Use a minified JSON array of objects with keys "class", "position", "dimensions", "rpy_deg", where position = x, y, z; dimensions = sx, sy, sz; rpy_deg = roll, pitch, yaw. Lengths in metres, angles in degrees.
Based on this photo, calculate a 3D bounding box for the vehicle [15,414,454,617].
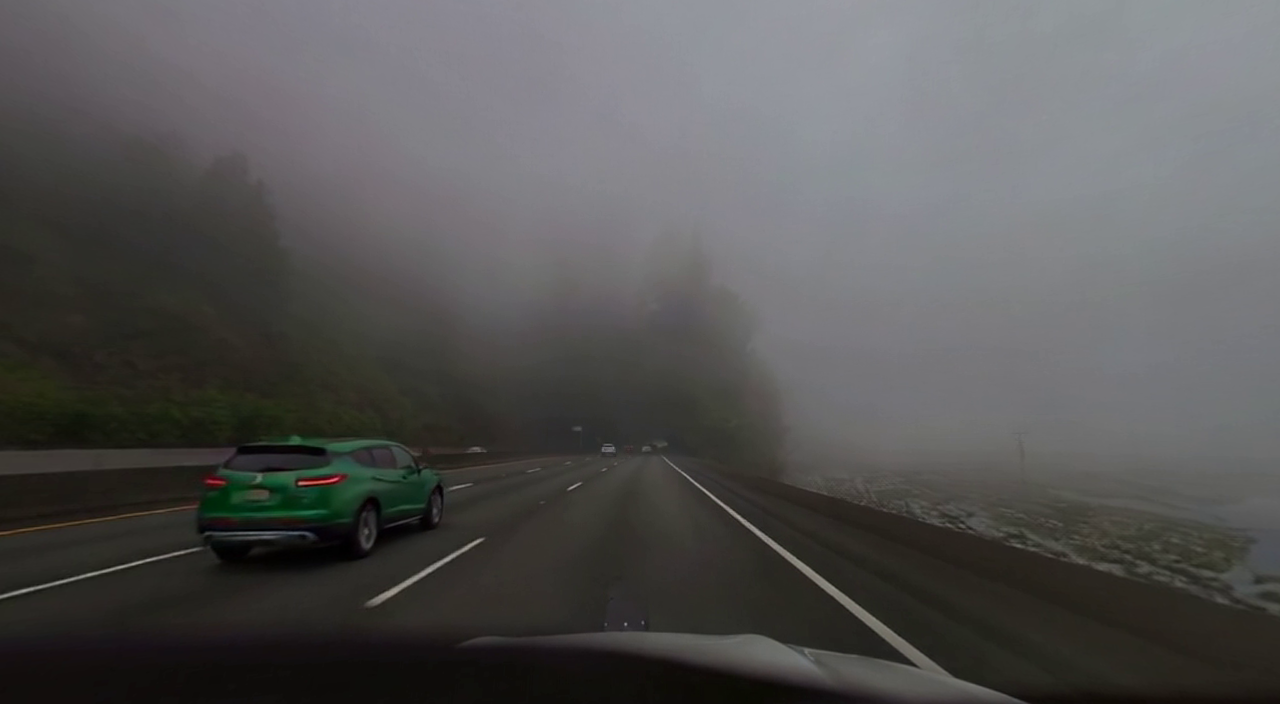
[{"class":"vehicle","position":[-3.763,1.563,7.006],"dimensions":[1.993,1.538,4.192],"rpy_deg":[0,-8,2]}]
